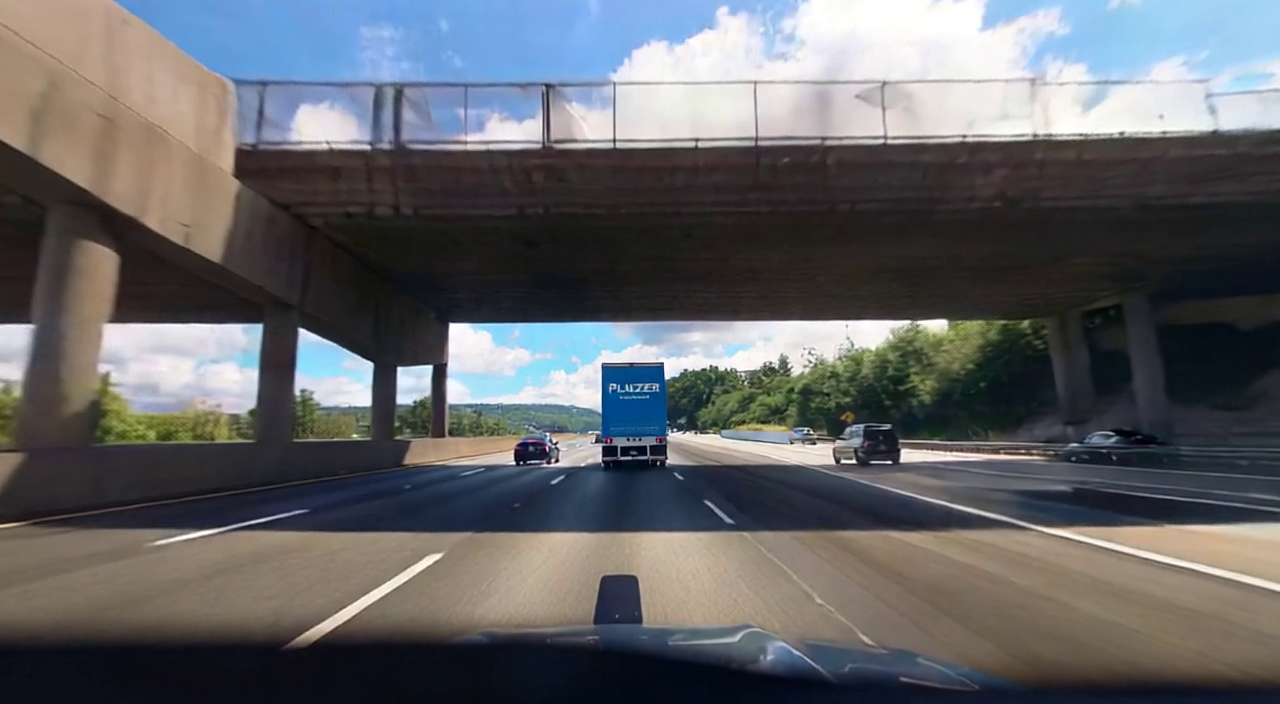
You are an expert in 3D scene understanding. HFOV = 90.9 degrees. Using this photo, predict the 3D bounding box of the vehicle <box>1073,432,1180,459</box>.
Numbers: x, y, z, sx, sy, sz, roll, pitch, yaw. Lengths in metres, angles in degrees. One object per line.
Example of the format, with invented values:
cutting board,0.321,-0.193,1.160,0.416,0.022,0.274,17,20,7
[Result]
vehicle,28.534,5.457,37.054,1.973,1.466,4.591,7,-11,-42

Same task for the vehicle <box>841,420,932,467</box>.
vehicle,10.534,3.936,27.324,2.052,1.841,4.481,0,-8,-1

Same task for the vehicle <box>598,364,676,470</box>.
vehicle,-0.319,3.243,29.696,2.926,3.959,11.818,0,-8,-2

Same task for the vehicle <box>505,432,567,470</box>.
vehicle,-4.272,4.137,26.509,1.943,1.446,4.158,0,-8,0
